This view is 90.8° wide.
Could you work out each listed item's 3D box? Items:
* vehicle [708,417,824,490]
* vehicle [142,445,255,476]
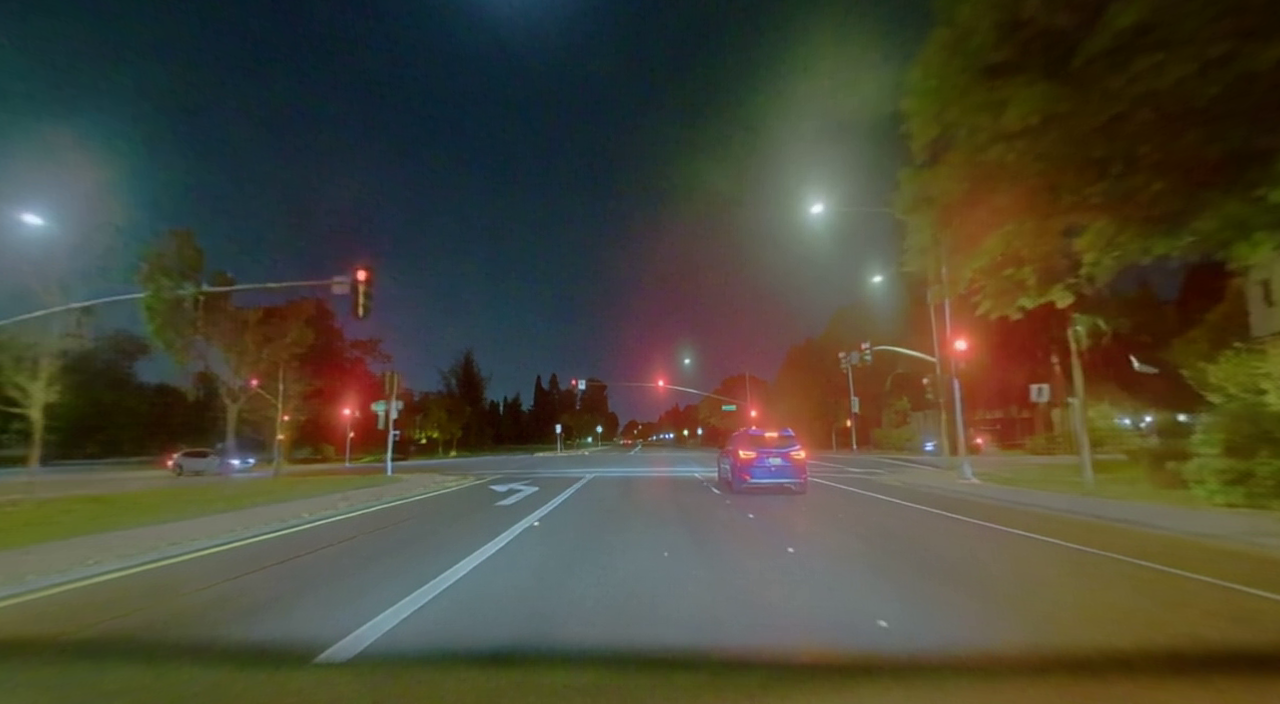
[{"bbox_3d":[3.435,2.916,18.390,2.229,1.795,4.927,0,-8,-1],"label":"vehicle"},{"bbox_3d":[-24.823,6.112,35.649,4.737,1.659,2.042,0,-8,-3],"label":"vehicle"}]
